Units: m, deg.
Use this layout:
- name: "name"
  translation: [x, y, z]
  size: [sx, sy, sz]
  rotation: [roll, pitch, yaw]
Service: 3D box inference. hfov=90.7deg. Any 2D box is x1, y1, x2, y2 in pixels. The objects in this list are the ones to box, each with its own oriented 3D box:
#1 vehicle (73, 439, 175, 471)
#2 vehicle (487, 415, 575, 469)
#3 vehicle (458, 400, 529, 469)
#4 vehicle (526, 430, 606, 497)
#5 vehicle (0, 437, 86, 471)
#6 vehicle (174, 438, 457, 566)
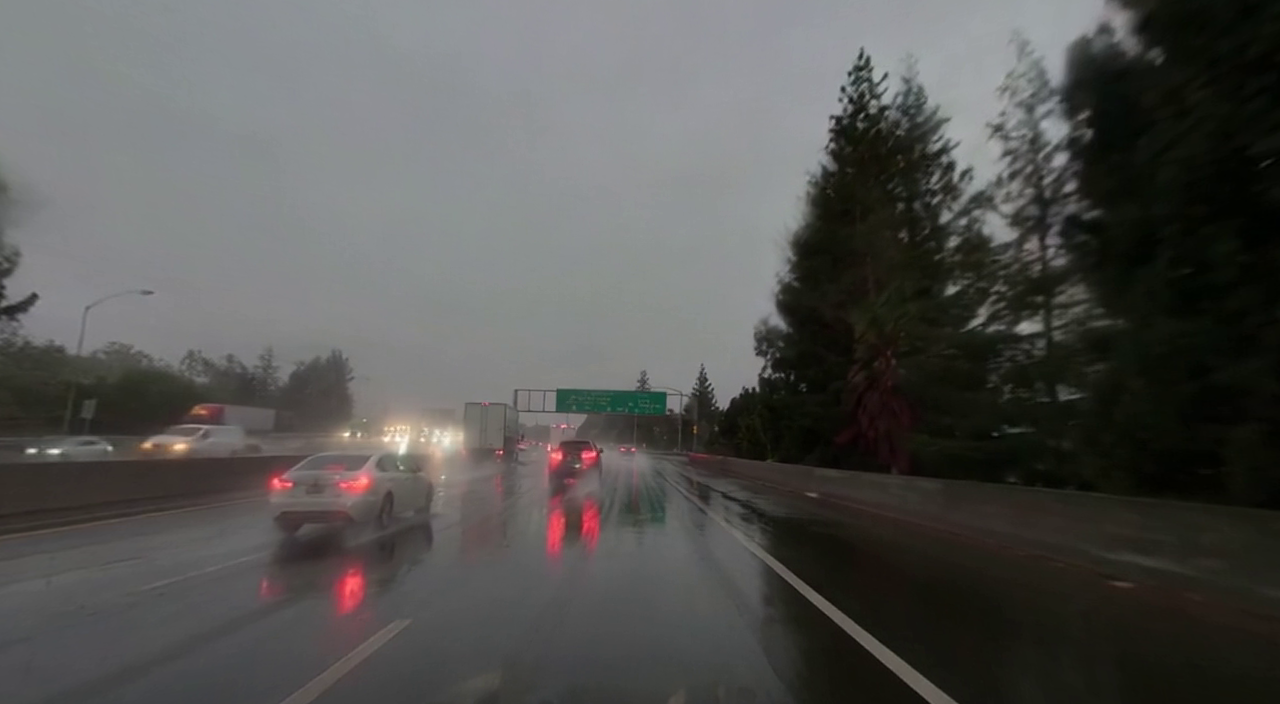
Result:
- name: "vehicle"
  translation: [-26.388, 5.282, 32.598]
  size: [1.854, 1.490, 4.319]
  rotation: [1, -9, -5]
- name: "vehicle"
  translation: [-6.322, 5.732, 39.665]
  size: [3.270, 2.674, 14.547]
  rotation: [-1, -9, -1]
- name: "vehicle"
  translation: [-10.773, 6.384, 48.077]
  size: [2.966, 4.493, 12.921]
  rotation: [0, -8, -3]
- name: "vehicle"
  translation: [-2.132, 3.398, 19.713]
  size: [2.093, 1.785, 5.303]
  rotation: [0, -8, -3]
- name: "vehicle"
  translation: [-30.953, 5.179, 32.309]
  size: [1.810, 1.585, 4.116]
  rotation: [1, -8, -5]
- name: "vehicle"
  translation: [-4.390, 2.063, 9.608]
  size: [1.932, 1.445, 4.625]
  rotation: [0, -8, -2]
